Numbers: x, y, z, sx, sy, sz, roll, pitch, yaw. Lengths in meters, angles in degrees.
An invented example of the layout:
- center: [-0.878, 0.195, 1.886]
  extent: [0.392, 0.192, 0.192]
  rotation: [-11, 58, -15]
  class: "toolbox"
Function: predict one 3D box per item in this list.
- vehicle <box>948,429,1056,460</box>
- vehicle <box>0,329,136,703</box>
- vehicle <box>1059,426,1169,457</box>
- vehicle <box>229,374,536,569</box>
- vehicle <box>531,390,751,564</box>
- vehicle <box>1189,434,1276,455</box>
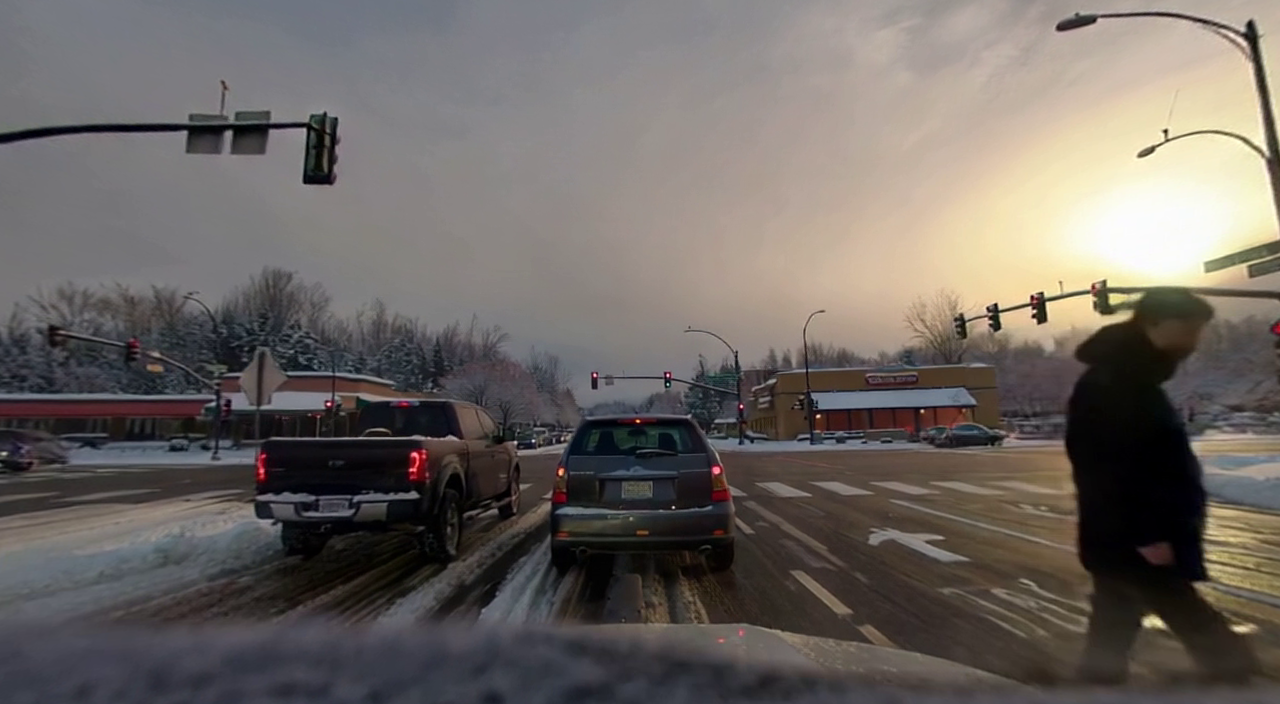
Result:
- center: [19.362, 4.984, 33.693]
  extent: [4.624, 1.601, 1.871]
  rotation: [0, -8, -3]
  class: "vehicle"
- center: [-3.366, 0.530, 0.608]
  extent: [2.006, 1.707, 4.448]
  rotation: [0, -8, 0]
  class: "vehicle"
- center: [27.983, 5.320, 37.139]
  extent: [4.849, 1.759, 2.041]
  rotation: [0, -8, -3]
  class: "vehicle"
- center: [-2.941, 1.529, 8.698]
  extent: [2.220, 1.926, 4.870]
  rotation: [0, -8, -1]
  class: "vehicle"
- center: [-0.042, 1.600, 8.726]
  extent: [2.204, 1.738, 4.690]
  rotation: [0, -8, -1]
  class: "vehicle"
- center: [41.930, 6.569, 44.484]
  extent: [4.396, 1.479, 1.778]
  rotation: [0, -8, -2]
  class: "vehicle"
